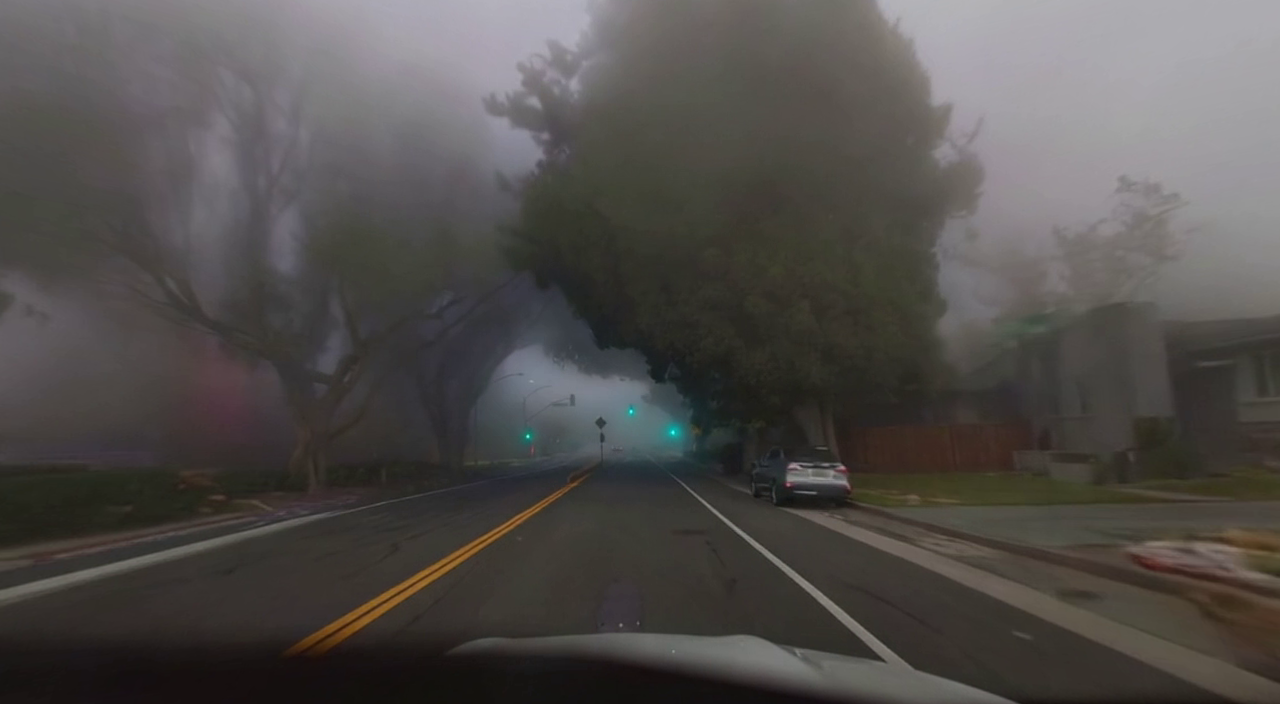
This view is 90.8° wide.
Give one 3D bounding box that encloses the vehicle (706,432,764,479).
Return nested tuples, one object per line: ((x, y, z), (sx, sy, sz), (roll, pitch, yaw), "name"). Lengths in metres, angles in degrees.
((4.113, 4.557, 27.995), (2.241, 1.935, 3.270), (-1, -9, 4), "vehicle")

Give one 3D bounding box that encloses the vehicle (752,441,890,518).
((3.841, 2.775, 14.329), (1.870, 1.441, 4.539), (-1, -9, 1), "vehicle")
